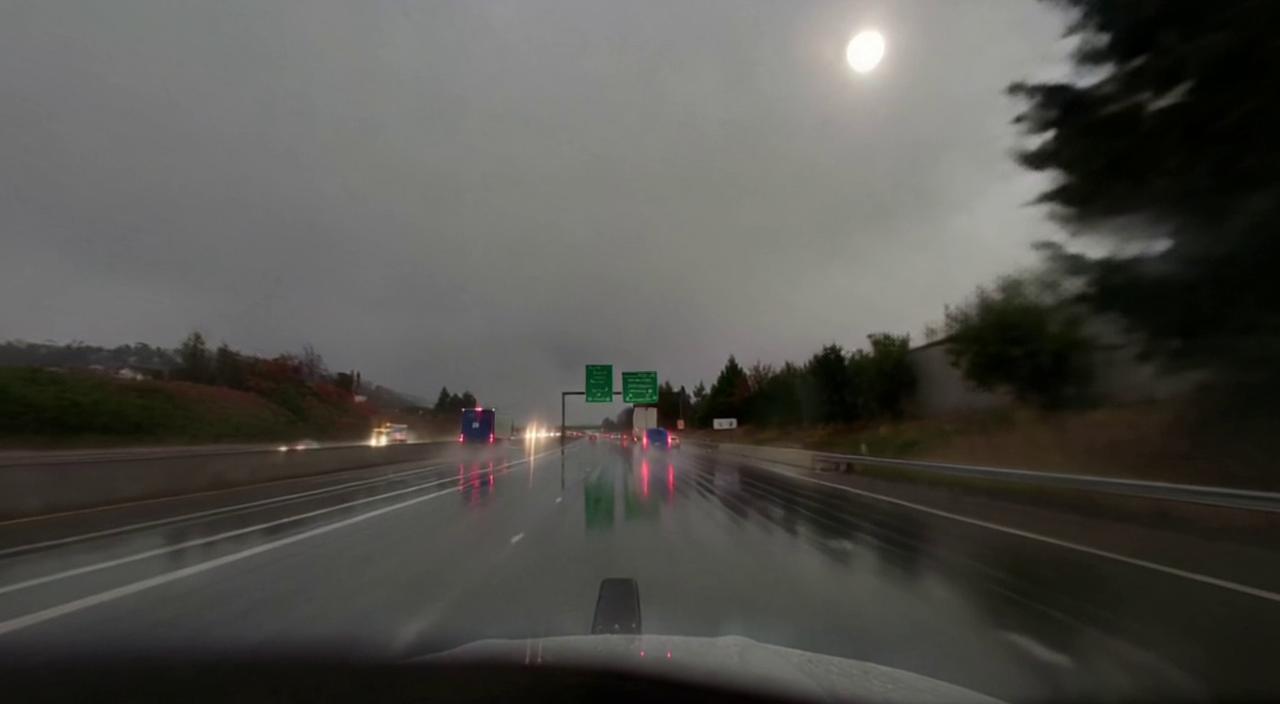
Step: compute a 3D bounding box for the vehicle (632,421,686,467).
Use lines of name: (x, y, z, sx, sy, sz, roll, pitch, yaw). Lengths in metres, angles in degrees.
vehicle: (0.770, 4.122, 28.432, 2.076, 1.914, 4.287, 0, -8, -3)
